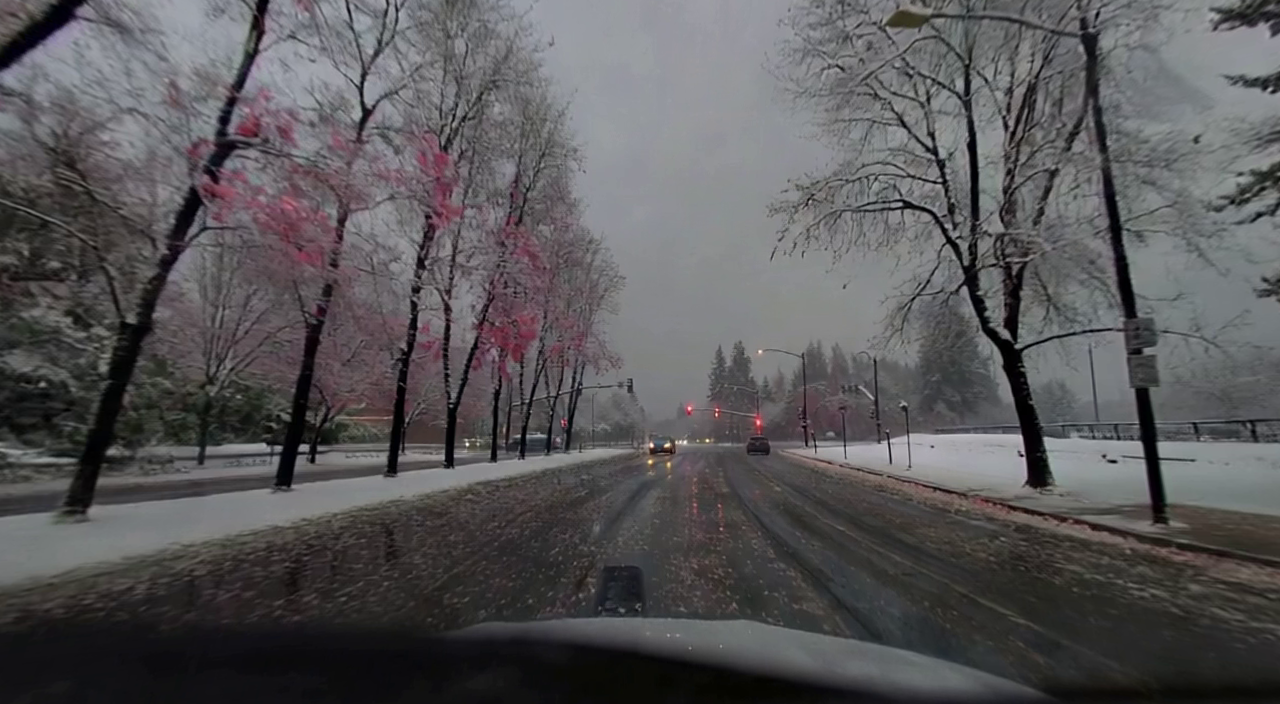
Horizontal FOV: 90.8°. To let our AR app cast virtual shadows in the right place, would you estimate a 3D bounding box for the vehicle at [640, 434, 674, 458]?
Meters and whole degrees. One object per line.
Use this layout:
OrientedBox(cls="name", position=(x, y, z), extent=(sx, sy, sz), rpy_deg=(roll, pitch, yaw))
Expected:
OrientedBox(cls="vehicle", position=(1.326, 6.969, 46.913), extent=(1.995, 1.703, 4.367), rpy_deg=(-1, -9, 8))
